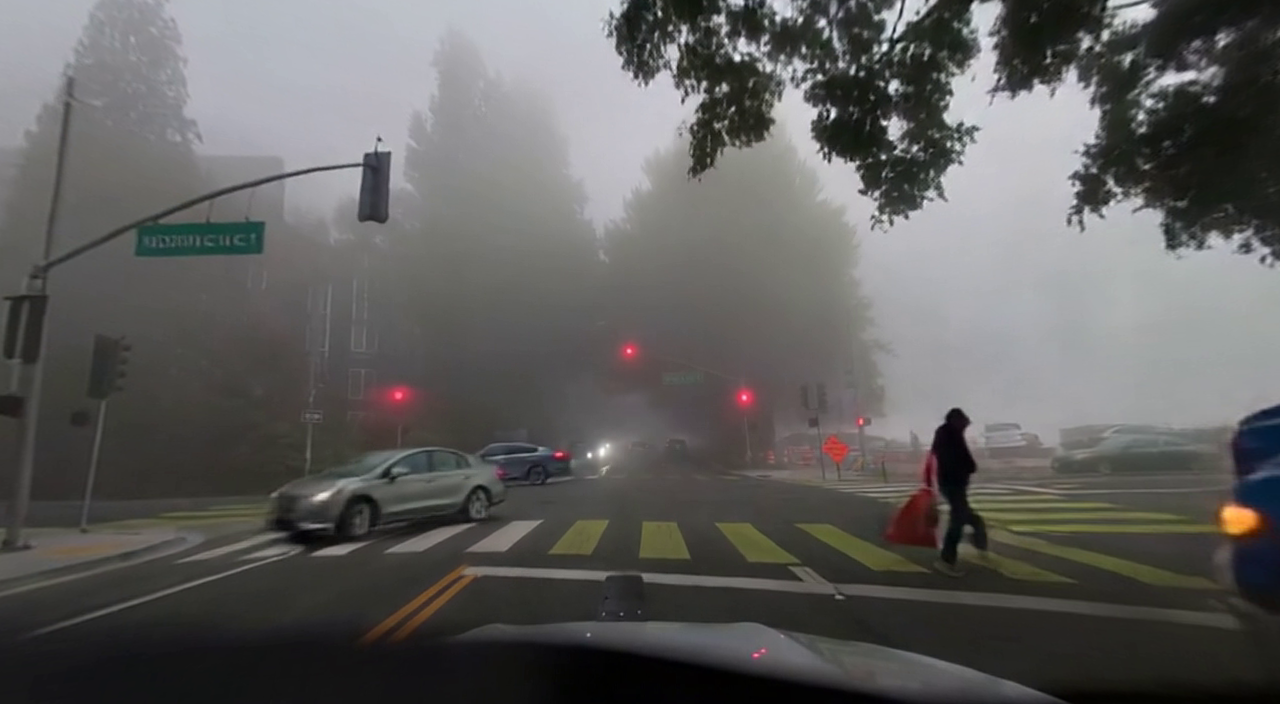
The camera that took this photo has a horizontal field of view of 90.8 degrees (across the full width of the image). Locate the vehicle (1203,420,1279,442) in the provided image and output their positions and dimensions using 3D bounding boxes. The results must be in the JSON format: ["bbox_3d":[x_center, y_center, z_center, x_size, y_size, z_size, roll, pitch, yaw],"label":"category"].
[{"bbox_3d":[46.276,6.030,48.284,4.562,1.603,1.816,0,-9,1],"label":"vehicle"}]

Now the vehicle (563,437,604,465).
[{"bbox_3d":[-3.647,6.550,41.831,2.302,1.708,4.764,0,-9,0],"label":"vehicle"}]

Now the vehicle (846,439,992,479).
[{"bbox_3d":[11.228,4.297,25.605,5.158,1.470,2.012,-4,-10,26],"label":"vehicle"}]

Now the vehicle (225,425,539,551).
[{"bbox_3d":[-4.011,2.169,10.885,1.979,1.630,4.771,-5,-10,28],"label":"vehicle"}]

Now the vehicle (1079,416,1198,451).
[{"bbox_3d":[33.450,5.508,42.513,5.969,2.225,2.458,0,-9,-3],"label":"vehicle"}]
